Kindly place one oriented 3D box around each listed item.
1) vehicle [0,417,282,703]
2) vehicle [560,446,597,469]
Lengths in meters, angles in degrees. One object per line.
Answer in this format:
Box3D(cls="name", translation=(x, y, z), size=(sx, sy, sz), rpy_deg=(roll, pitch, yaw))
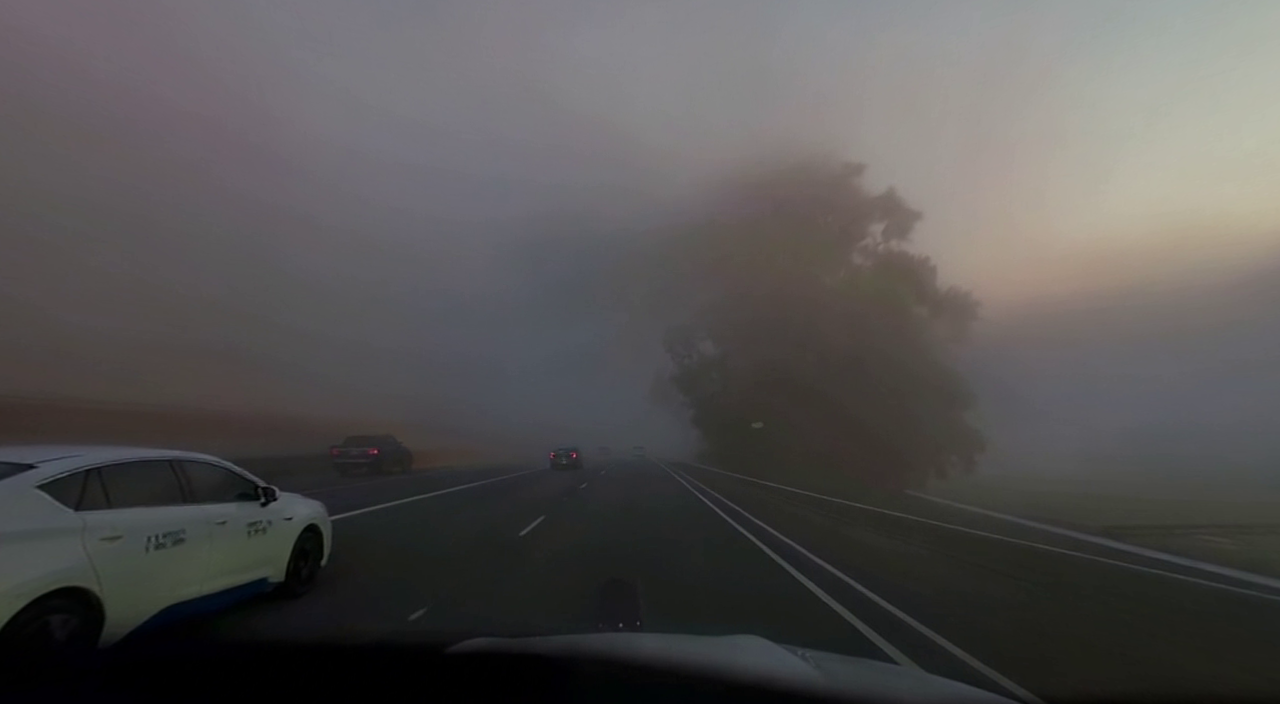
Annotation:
Box3D(cls="vehicle", translation=(-4.172, 1.099, 3.276), size=(1.965, 1.485, 4.460), rpy_deg=(0, -9, 0))
Box3D(cls="vehicle", translation=(-4.230, 7.340, 43.920), size=(2.120, 1.458, 4.031), rpy_deg=(0, -9, 0))
